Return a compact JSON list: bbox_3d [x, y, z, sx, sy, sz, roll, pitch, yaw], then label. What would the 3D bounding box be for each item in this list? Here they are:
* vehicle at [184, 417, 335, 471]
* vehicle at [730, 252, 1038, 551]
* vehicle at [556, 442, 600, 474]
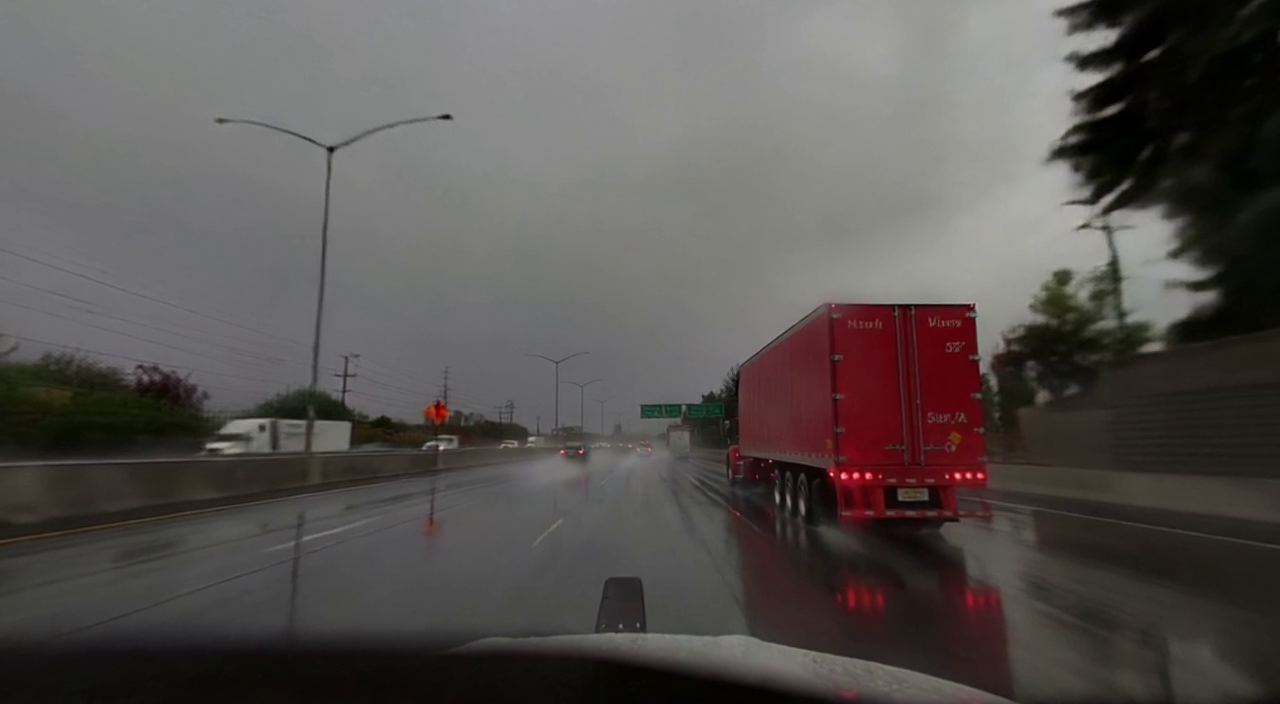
[{"bbox_3d":[-24.467,6.081,41.570,3.003,3.073,10.773,0,-9,1],"label":"vehicle"},{"bbox_3d":[3.736,1.139,12.105,3.042,4.037,7.253,0,-9,1],"label":"vehicle"},{"bbox_3d":[-3.409,5.881,35.184,2.000,1.658,4.155,0,-9,1],"label":"vehicle"}]
